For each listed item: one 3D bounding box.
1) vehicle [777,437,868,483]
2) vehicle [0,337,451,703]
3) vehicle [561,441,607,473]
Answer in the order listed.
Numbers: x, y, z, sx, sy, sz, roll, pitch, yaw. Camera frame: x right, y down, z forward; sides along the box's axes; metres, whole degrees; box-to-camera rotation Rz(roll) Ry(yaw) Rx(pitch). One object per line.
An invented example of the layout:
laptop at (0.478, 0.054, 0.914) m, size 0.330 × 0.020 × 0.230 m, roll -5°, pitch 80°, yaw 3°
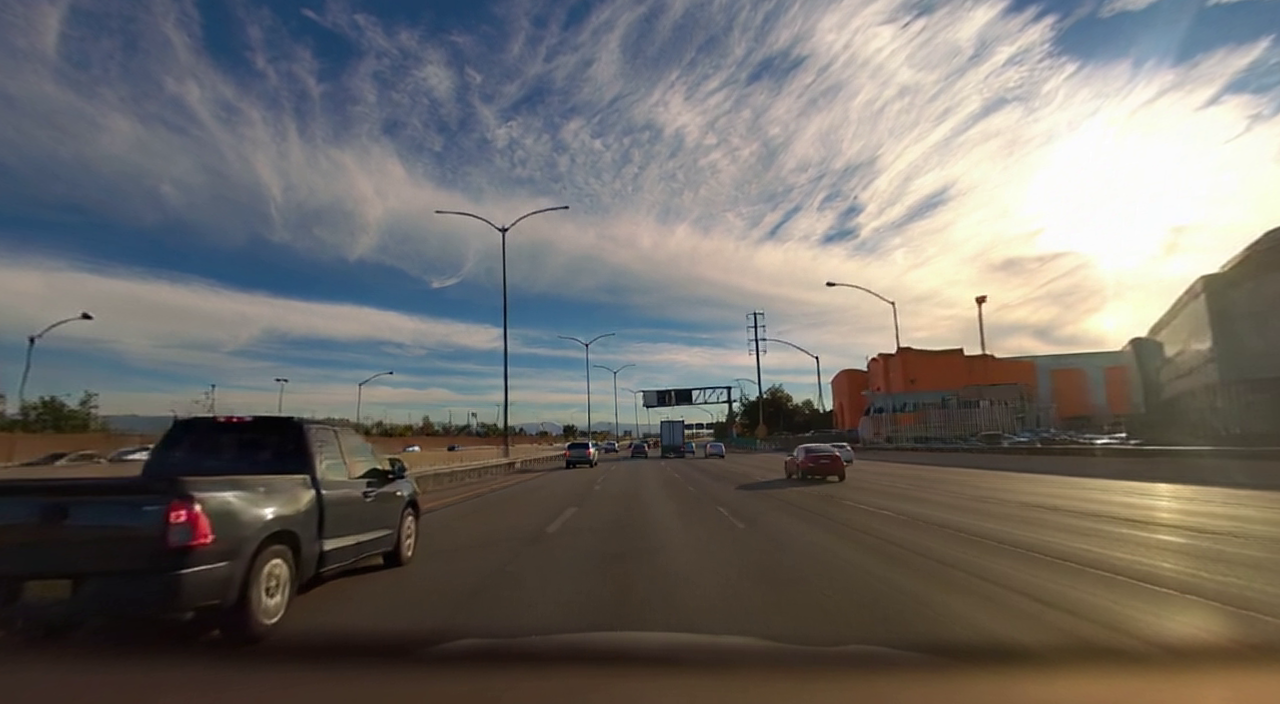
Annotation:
vehicle at (6.559, 3.932, 23.176) m, size 1.980 × 1.501 × 4.433 m, roll 0°, pitch -8°, yaw -1°
vehicle at (-3.349, 1.163, 5.060) m, size 2.130 × 1.799 × 4.583 m, roll 0°, pitch -9°, yaw 1°
vehicle at (-2.782, 5.310, 32.006) m, size 1.929 × 1.521 × 4.097 m, roll 0°, pitch -9°, yaw 0°
